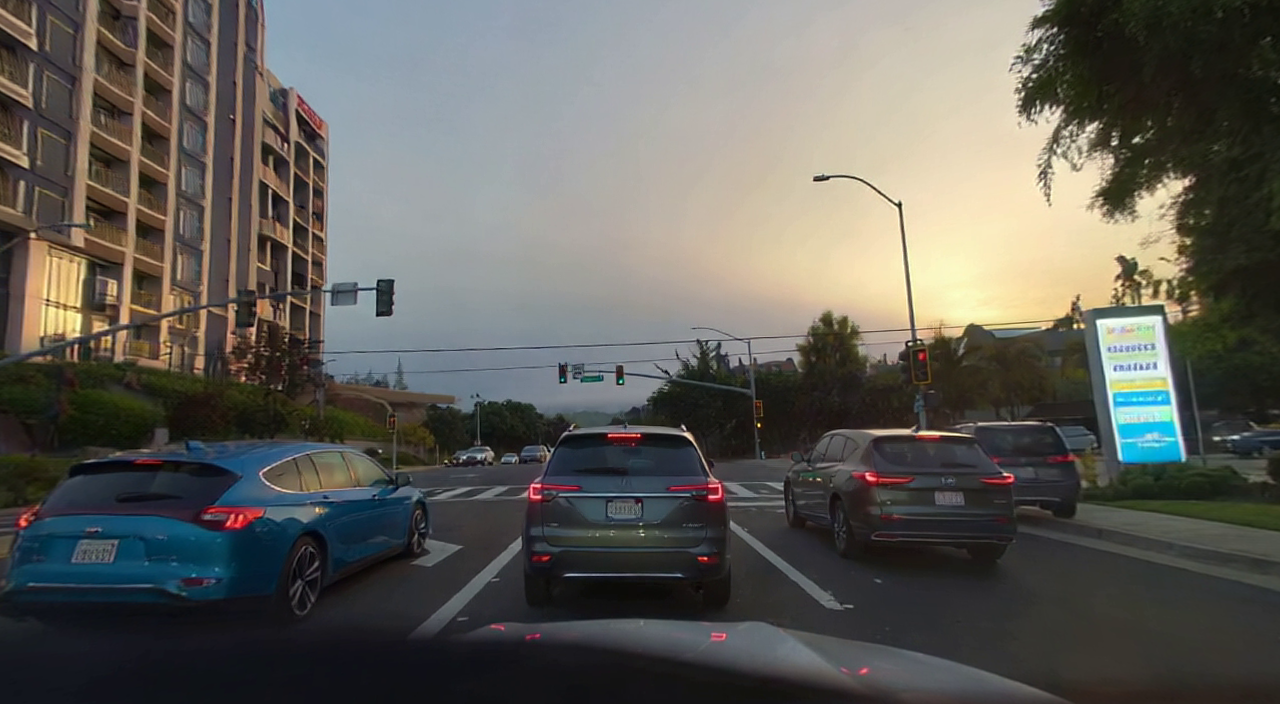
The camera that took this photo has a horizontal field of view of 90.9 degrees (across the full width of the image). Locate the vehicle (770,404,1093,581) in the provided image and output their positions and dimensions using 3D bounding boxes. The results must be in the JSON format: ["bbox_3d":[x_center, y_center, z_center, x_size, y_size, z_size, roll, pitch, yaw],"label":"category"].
[{"bbox_3d":[3.215,1.658,8.251,2.004,1.646,4.554,0,-8,0],"label":"vehicle"}]

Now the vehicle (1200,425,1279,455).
[{"bbox_3d":[31.784,4.531,32.332,4.585,1.446,1.976,1,-9,-9],"label":"vehicle"}]

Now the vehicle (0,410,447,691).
[{"bbox_3d":[-3.543,1.426,5.821,1.906,1.524,4.547,0,-8,2],"label":"vehicle"}]

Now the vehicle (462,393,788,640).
[{"bbox_3d":[-0.122,1.425,6.474,2.195,1.662,4.262,0,-8,-1],"label":"vehicle"}]
